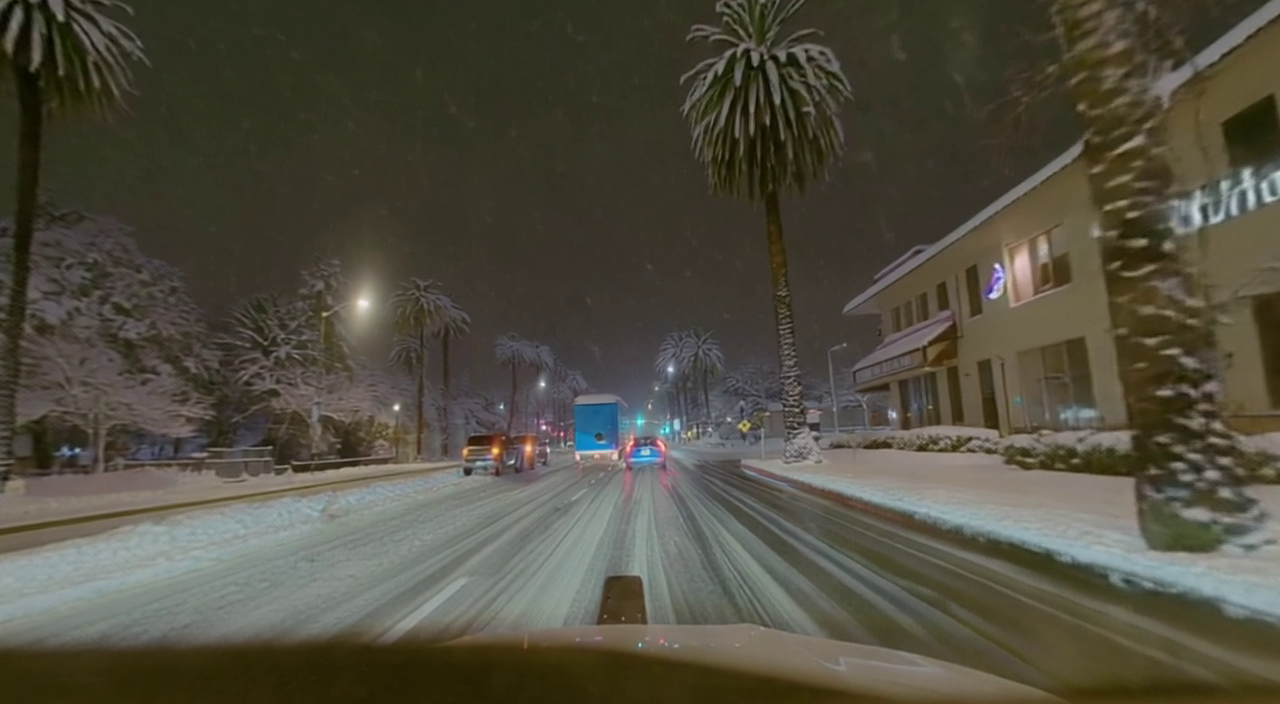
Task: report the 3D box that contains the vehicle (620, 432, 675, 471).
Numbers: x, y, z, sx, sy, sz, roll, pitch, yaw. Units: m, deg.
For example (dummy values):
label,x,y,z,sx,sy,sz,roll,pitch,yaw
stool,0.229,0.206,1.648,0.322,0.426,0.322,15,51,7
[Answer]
label,x,y,z,sx,sy,sz,roll,pitch,yaw
vehicle,0.320,4.157,26.370,2.144,1.514,4.063,0,-9,1

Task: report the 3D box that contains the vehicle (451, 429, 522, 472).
label,x,y,z,sx,sy,sz,roll,pitch,yaw
vehicle,-6.930,4.508,28.891,2.014,1.830,4.281,0,-9,2

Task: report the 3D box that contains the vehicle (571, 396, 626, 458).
label,x,y,z,sx,sy,sz,roll,pitch,yaw
vehicle,-2.757,5.659,45.981,2.992,3.949,11.815,0,-9,1

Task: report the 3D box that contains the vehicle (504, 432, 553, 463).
label,x,y,z,sx,sy,sz,roll,pitch,yaw
vehicle,-6.733,5.856,38.501,2.143,1.736,4.648,0,-9,0
